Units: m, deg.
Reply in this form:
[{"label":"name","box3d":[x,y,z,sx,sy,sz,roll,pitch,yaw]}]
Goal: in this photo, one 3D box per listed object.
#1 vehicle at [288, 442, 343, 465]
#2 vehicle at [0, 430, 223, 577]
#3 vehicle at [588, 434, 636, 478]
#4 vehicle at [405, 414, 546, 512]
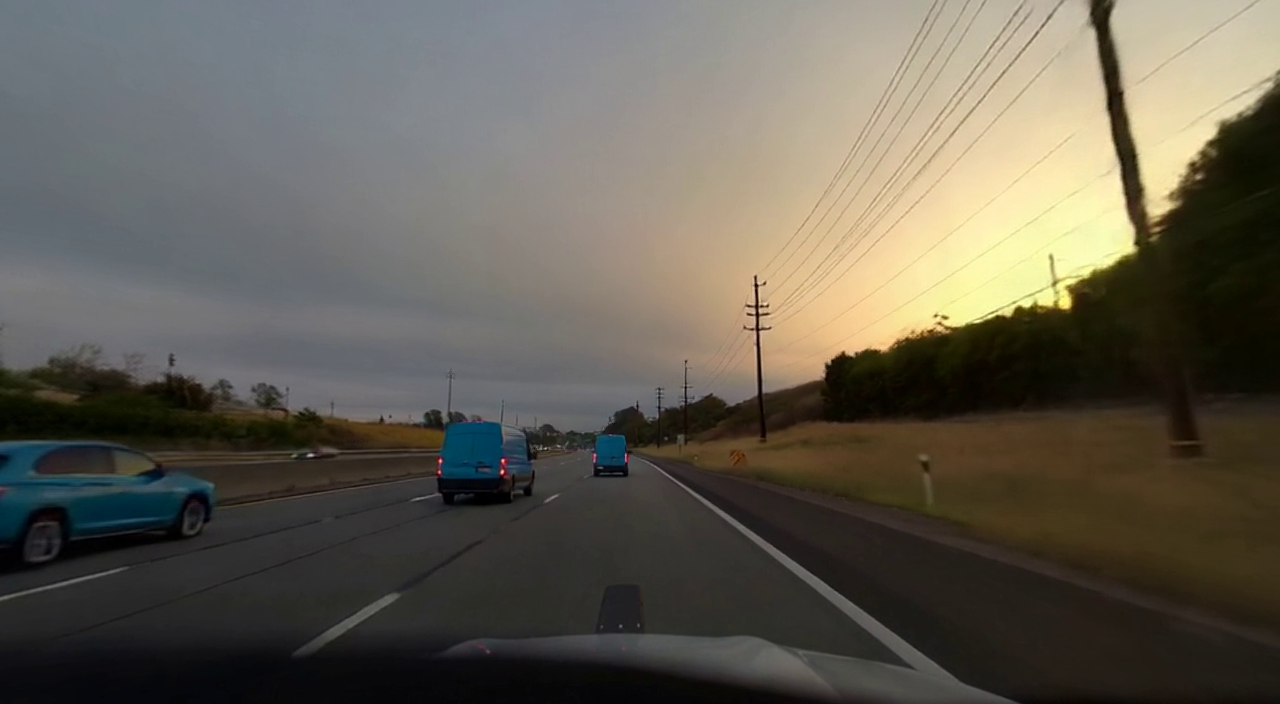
[{"label":"vehicle","box3d":[-23.703,7.428,46.221,1.975,1.596,3.990,0,-9,-1]},{"label":"vehicle","box3d":[-7.769,1.782,7.777,1.975,1.540,4.759,0,-9,0]},{"label":"vehicle","box3d":[-1.318,5.228,31.961,2.197,2.011,5.130,0,-9,0]},{"label":"vehicle","box3d":[-3.778,2.695,15.622,2.145,2.010,4.980,0,-9,0]}]
